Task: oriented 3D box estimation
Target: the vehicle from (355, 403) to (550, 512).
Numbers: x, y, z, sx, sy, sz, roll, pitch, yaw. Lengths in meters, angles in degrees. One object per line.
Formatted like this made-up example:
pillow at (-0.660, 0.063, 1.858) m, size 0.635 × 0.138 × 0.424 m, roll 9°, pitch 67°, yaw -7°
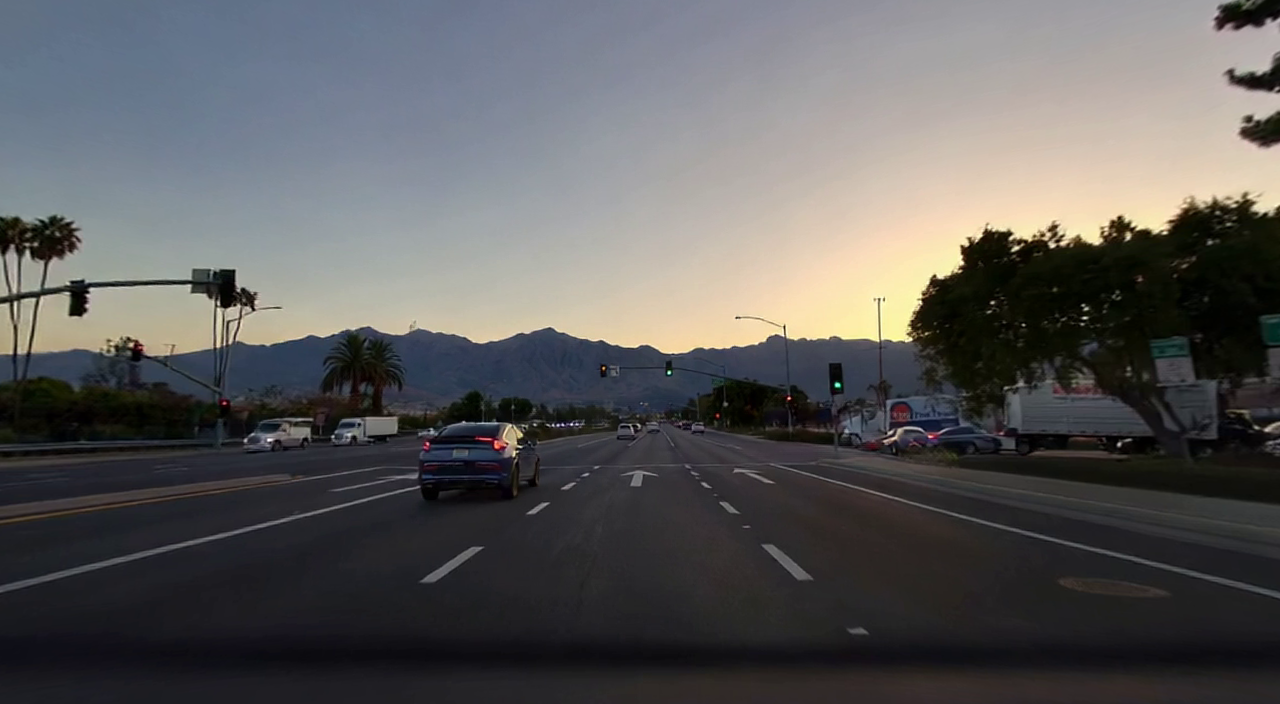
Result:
vehicle at (-3.323, 2.018, 12.331) m, size 2.287 × 1.712 × 4.537 m, roll 0°, pitch -8°, yaw 2°

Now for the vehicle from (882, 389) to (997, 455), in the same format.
vehicle at (18.487, 4.419, 39.109) m, size 5.512 × 3.865 × 3.002 m, roll -1°, pitch -10°, yaw 5°

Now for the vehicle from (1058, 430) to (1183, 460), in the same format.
vehicle at (26.444, 5.152, 34.693) m, size 4.992 × 1.579 × 2.193 m, roll 0°, pitch -8°, yaw 2°

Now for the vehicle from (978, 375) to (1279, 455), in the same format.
vehicle at (30.272, 3.951, 38.354) m, size 16.628 × 4.605 × 3.321 m, roll -1°, pitch -8°, yaw 6°

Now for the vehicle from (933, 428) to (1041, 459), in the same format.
vehicle at (19.318, 5.104, 35.091) m, size 4.769 × 1.638 × 2.091 m, roll 0°, pitch -8°, yaw 2°
